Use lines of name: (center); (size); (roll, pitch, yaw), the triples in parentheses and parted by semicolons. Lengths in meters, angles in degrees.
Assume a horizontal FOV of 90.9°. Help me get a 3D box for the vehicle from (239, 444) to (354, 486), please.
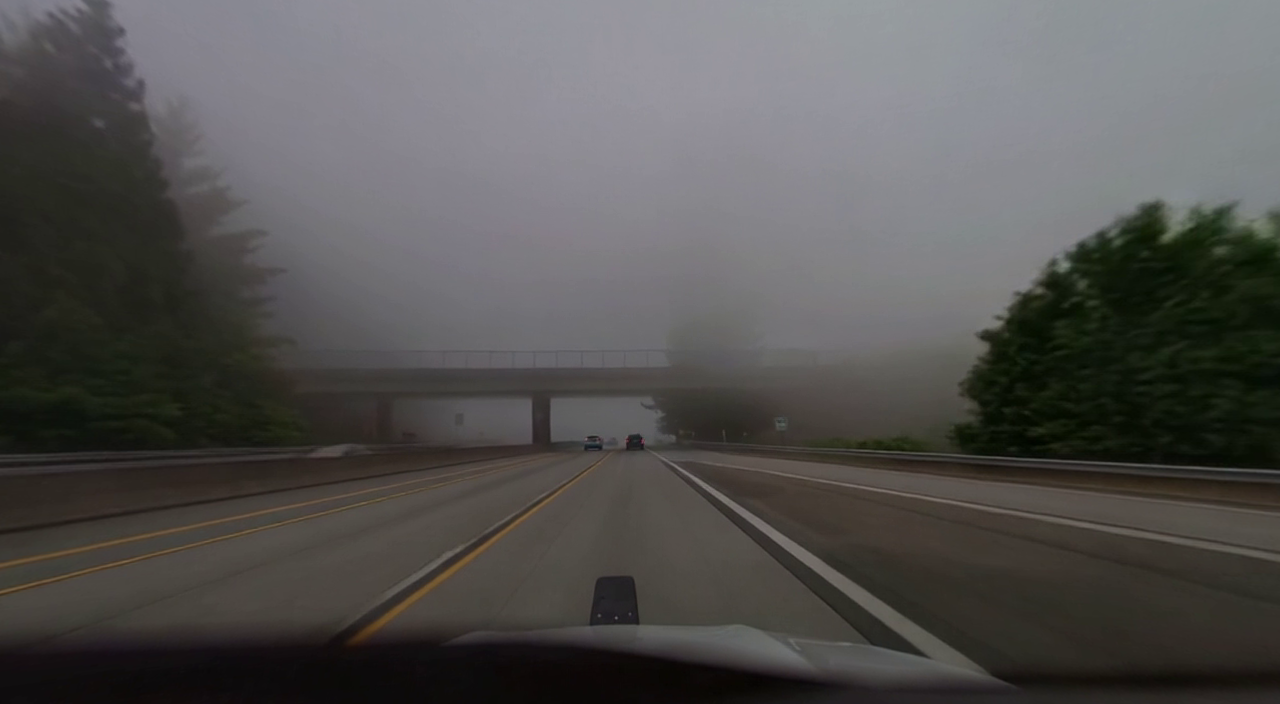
vehicle: (-12.649, 4.152, 23.524); (2.234, 1.419, 3.679); (0, -8, -1)
